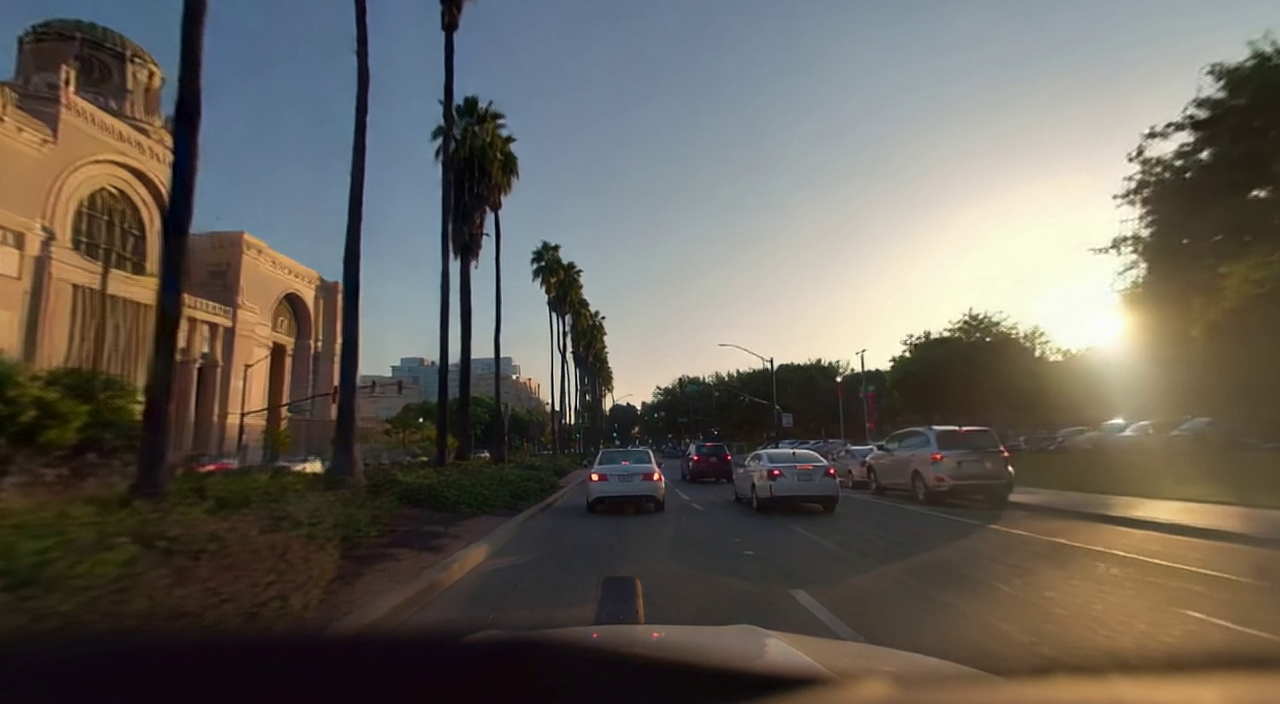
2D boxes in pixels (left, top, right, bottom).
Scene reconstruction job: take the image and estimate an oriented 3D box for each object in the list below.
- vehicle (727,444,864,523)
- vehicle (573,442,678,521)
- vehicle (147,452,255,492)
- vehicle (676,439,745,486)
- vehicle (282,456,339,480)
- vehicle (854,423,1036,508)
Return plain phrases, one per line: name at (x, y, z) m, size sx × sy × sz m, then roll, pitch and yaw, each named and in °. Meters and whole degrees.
vehicle at (3.205, 2.788, 13.991) m, size 1.833 × 1.465 × 4.258 m, roll 0°, pitch -9°, yaw -2°
vehicle at (-0.306, 2.822, 14.294) m, size 2.050 × 1.521 × 3.747 m, roll 0°, pitch -9°, yaw -1°
vehicle at (-21.451, 5.848, 31.151) m, size 1.955 × 1.770 × 4.700 m, roll 0°, pitch -9°, yaw -1°
vehicle at (3.091, 5.092, 29.660) m, size 2.127 × 1.854 × 7.971 m, roll 0°, pitch -9°, yaw -1°
vehicle at (-24.767, 8.668, 47.601) m, size 1.870 × 1.636 × 4.375 m, roll 0°, pitch -9°, yaw 1°
vehicle at (7.948, 2.965, 17.235) m, size 2.200 × 1.933 × 5.123 m, roll 0°, pitch -8°, yaw -3°
